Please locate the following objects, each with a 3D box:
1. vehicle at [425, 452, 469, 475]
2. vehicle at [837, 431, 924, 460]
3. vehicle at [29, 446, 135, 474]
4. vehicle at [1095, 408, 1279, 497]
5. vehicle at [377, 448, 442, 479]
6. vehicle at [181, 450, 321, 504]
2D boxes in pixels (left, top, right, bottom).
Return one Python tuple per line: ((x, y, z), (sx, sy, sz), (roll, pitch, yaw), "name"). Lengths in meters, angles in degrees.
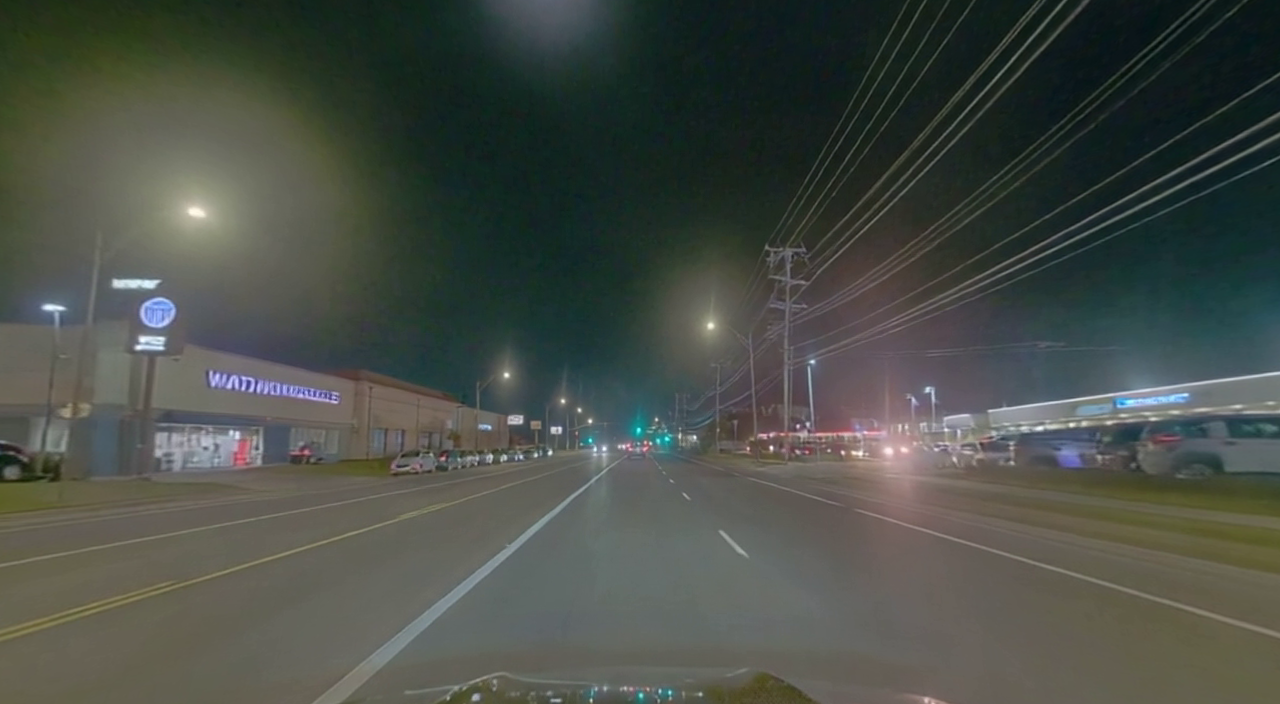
((-13.646, 7.886, 44.885), (1.791, 1.377, 4.807), (-2, -8, -1), "vehicle")
((15.336, 5.981, 40.492), (4.667, 1.775, 2.199), (0, -9, -1), "vehicle")
((-37.544, 7.269, 42.684), (4.800, 1.776, 2.060), (4, -10, -25), "vehicle")
((13.319, 2.208, 14.018), (4.758, 1.811, 2.036), (0, -9, 0), "vehicle")
((-13.776, 6.668, 38.086), (2.014, 1.523, 5.092), (-3, -8, 1), "vehicle")
((-13.678, 4.360, 22.671), (1.955, 1.549, 5.009), (-2, -8, -1), "vehicle")
